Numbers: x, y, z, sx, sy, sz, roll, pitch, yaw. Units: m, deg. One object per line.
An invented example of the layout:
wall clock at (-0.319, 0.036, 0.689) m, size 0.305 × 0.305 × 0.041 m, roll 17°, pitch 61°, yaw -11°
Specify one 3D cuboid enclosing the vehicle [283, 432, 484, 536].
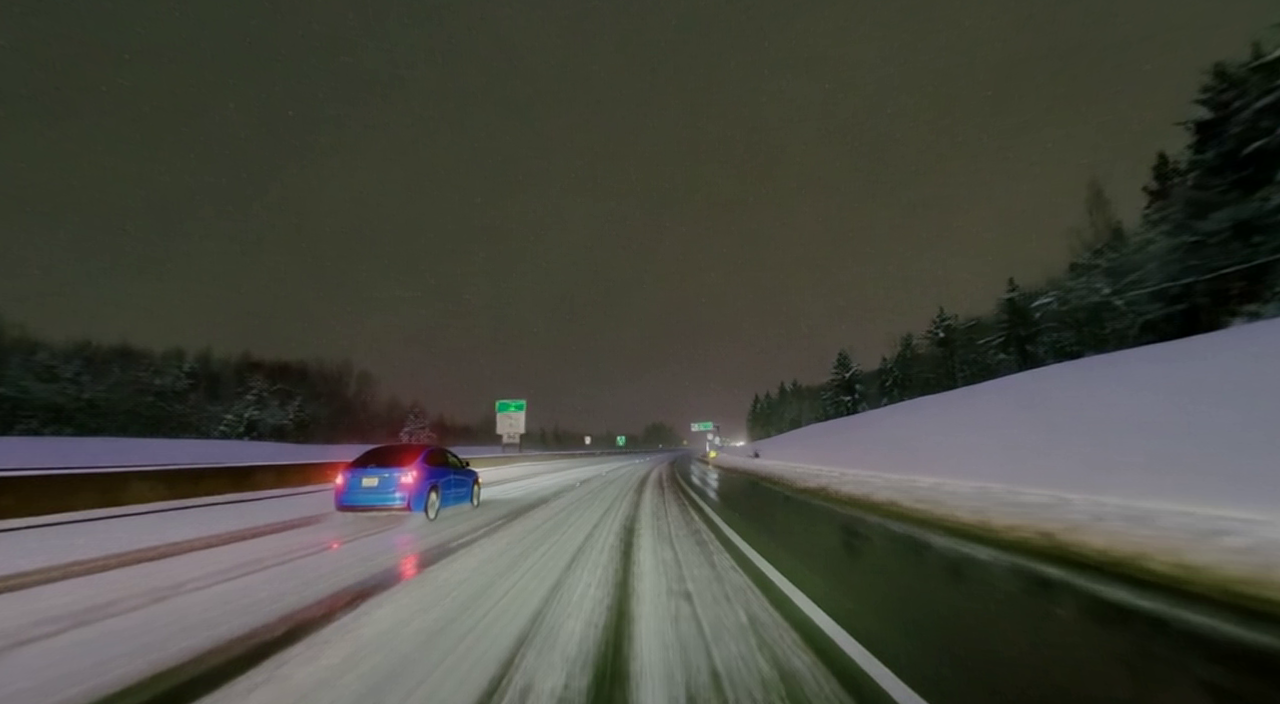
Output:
vehicle at (-4.261, 2.238, 11.240) m, size 1.928 × 1.504 × 3.745 m, roll 0°, pitch -9°, yaw 1°
